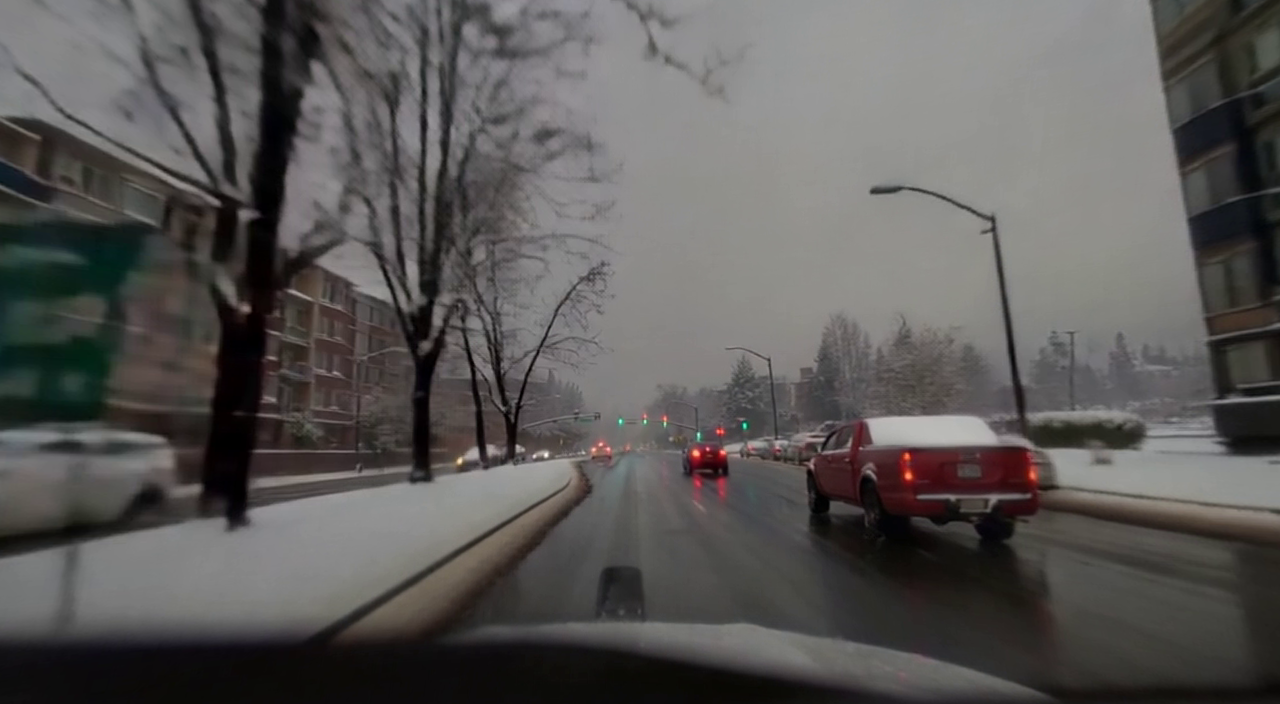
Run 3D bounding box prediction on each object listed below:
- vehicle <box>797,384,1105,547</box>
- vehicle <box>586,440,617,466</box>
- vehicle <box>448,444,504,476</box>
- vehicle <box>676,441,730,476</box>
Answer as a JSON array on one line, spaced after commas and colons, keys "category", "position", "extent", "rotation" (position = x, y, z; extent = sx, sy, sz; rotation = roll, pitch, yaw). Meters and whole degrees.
[{"category": "vehicle", "position": [4.604, 1.844, 10.847], "extent": [2.427, 2.017, 5.763], "rotation": [0, -9, 1]}, {"category": "vehicle", "position": [-2.698, 7.035, 44.056], "extent": [2.065, 1.716, 4.265], "rotation": [1, -9, -4]}, {"category": "vehicle", "position": [-9.118, 6.036, 35.518], "extent": [1.941, 1.639, 4.293], "rotation": [0, -9, 1]}, {"category": "vehicle", "position": [2.817, 4.899, 29.260], "extent": [2.003, 1.480, 4.494], "rotation": [0, -9, -1]}]
